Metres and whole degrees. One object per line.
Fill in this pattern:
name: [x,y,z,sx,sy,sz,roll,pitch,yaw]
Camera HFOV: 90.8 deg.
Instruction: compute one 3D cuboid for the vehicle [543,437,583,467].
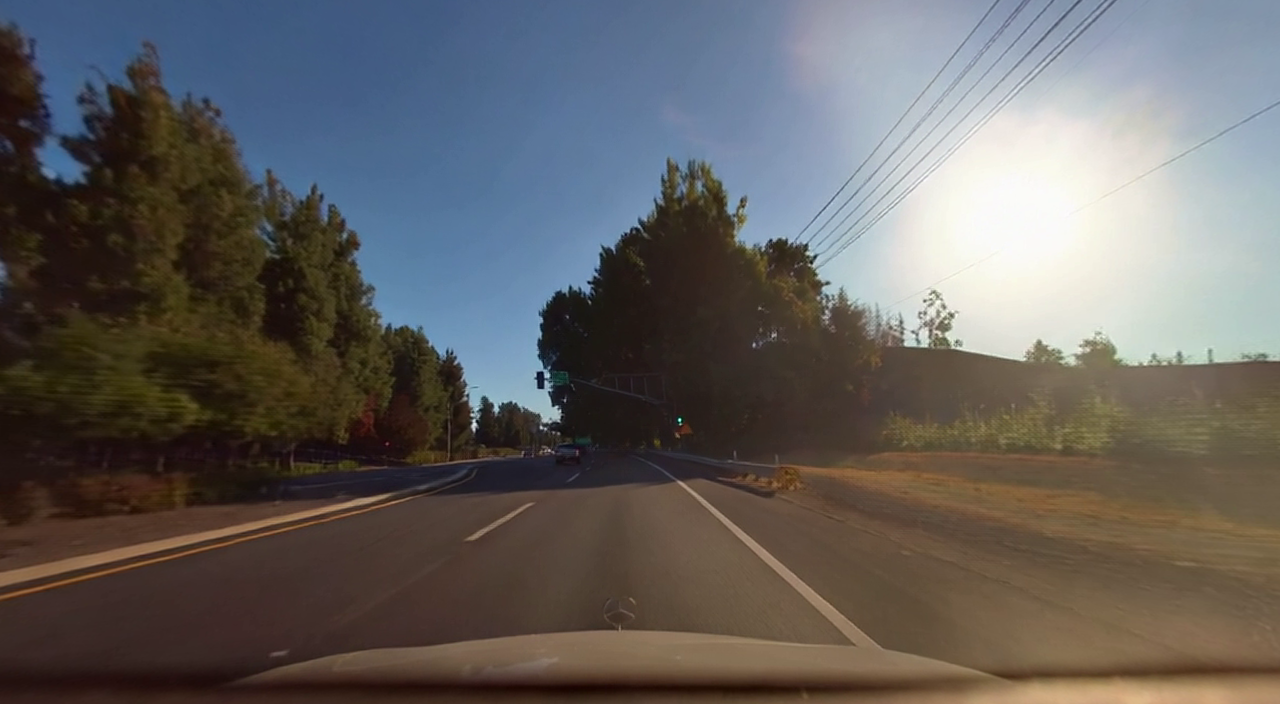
vehicle: [-5.143,6.800,43.125,2.246,1.885,5.275,0,-8,-2]
